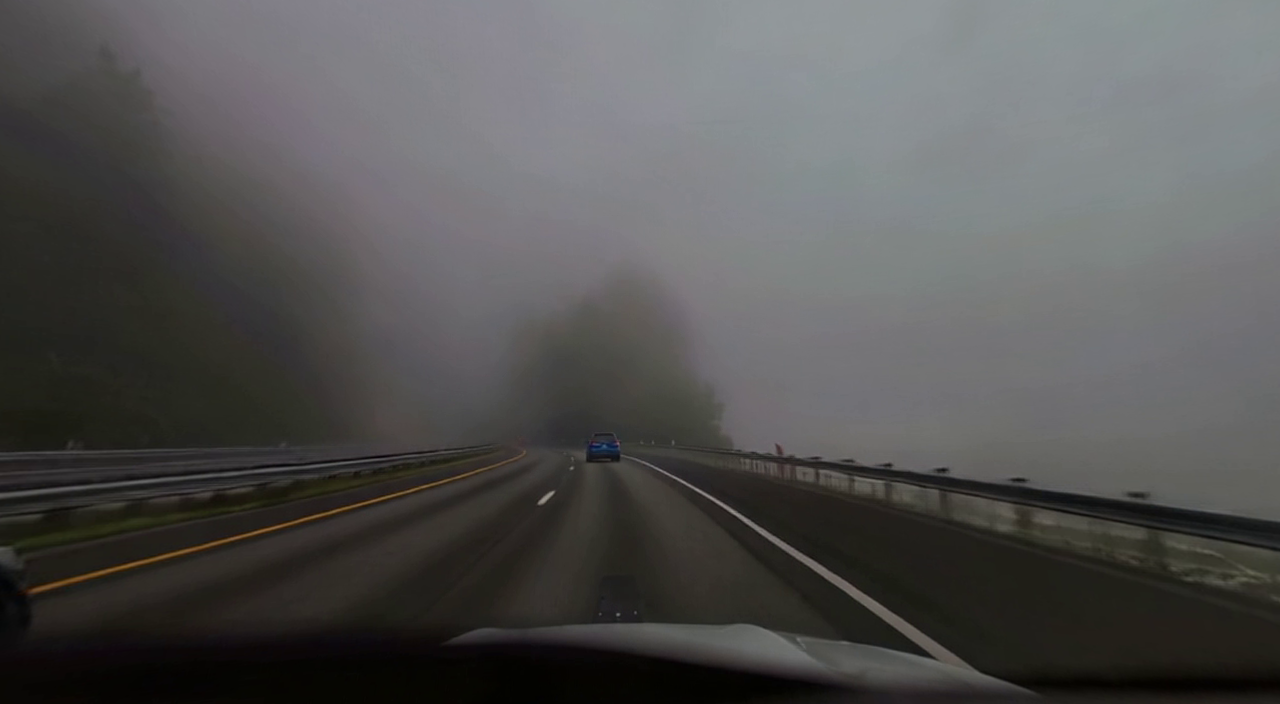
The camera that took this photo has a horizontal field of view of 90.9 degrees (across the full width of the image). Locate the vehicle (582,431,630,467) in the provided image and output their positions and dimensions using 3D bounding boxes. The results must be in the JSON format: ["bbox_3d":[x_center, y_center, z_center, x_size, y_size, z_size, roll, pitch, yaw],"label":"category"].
[{"bbox_3d":[-1.869,5.259,34.482,2.452,1.857,4.022,1,-8,-3],"label":"vehicle"}]
